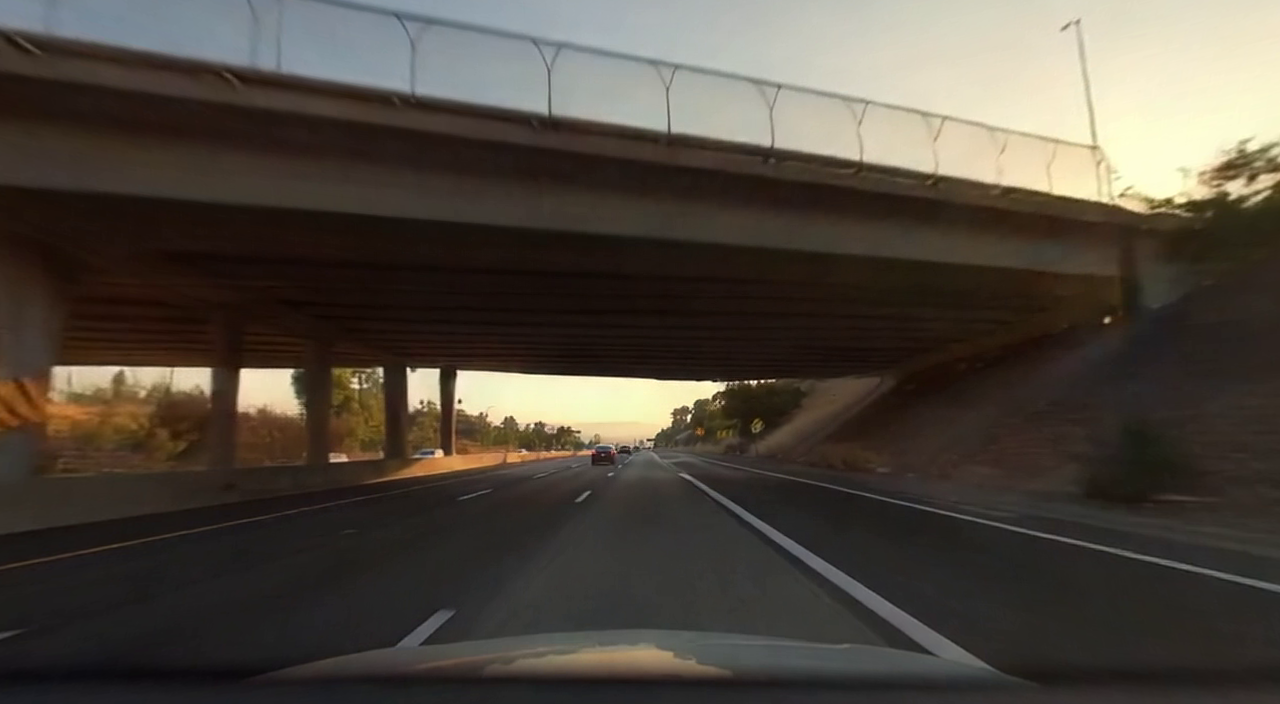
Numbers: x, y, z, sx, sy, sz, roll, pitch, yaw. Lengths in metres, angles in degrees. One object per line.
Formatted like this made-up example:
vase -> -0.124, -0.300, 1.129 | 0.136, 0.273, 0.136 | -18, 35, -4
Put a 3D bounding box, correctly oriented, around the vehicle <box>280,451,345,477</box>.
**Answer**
vehicle -> -24.533, 8.378, 47.436 | 2.199, 1.807, 4.833 | 0, -8, 1
